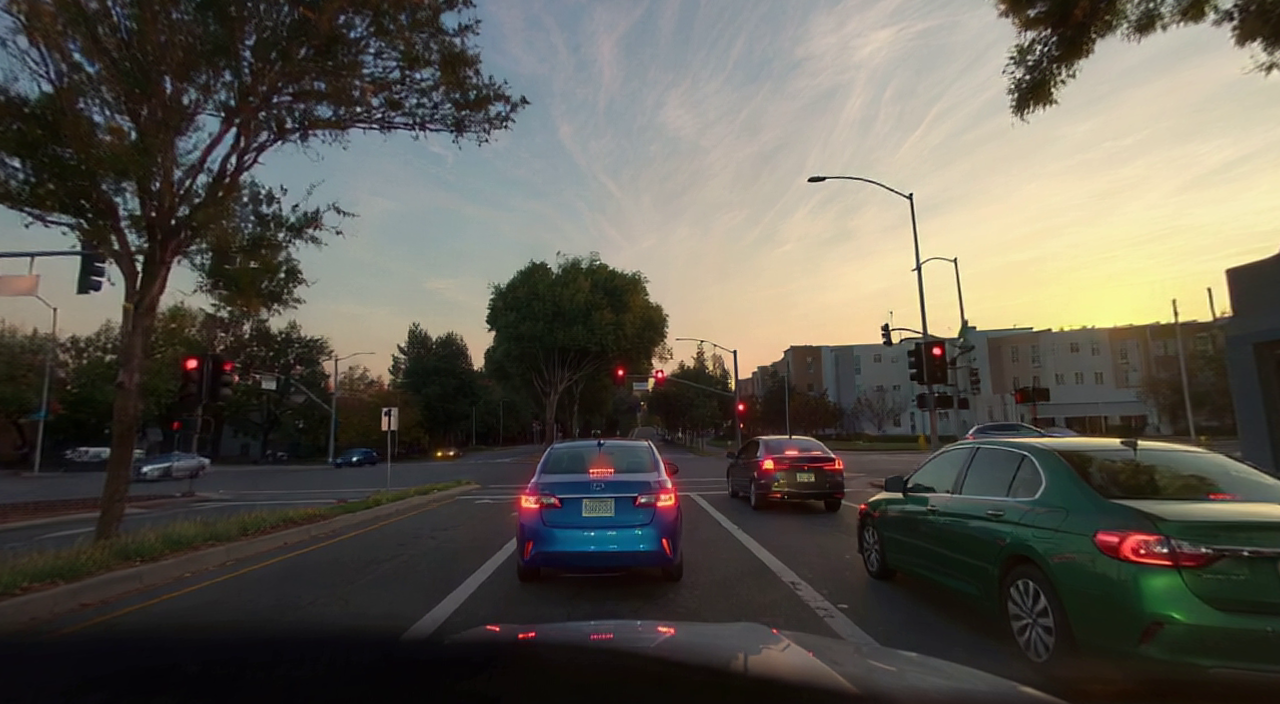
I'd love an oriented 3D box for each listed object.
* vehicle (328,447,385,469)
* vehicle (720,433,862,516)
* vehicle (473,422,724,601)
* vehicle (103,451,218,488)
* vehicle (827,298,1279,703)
[{"bbox_3d":[-21.654,8.101,48.467,2.091,1.534,4.846,0,-8,1],"label":"vehicle"},{"bbox_3d":[3.163,2.669,14.326,2.026,1.549,4.559,0,-8,-1],"label":"vehicle"},{"bbox_3d":[-0.379,1.654,7.410,2.143,1.520,3.848,0,-8,-1],"label":"vehicle"},{"bbox_3d":[-21.925,5.367,29.175,1.863,1.496,4.389,0,-8,0],"label":"vehicle"},{"bbox_3d":[3.574,1.104,5.055,2.572,1.945,5.065,0,-8,0],"label":"vehicle"}]
